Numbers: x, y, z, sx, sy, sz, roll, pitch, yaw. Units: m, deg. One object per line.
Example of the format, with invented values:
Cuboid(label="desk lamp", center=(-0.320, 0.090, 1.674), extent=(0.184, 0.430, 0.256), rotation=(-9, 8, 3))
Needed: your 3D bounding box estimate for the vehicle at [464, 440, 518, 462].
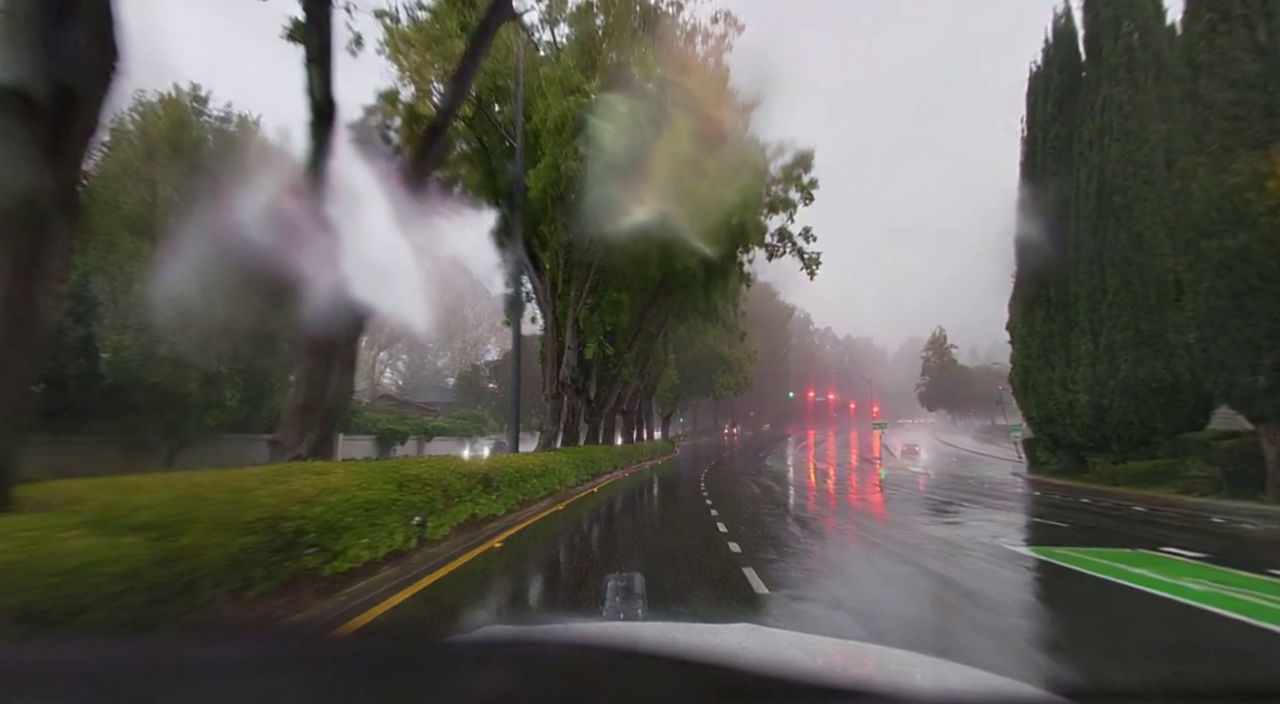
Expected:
Cuboid(label="vehicle", center=(-10.918, 7.294, 46.660), extent=(2.061, 1.559, 4.729), rotation=(-2, -9, 10))
